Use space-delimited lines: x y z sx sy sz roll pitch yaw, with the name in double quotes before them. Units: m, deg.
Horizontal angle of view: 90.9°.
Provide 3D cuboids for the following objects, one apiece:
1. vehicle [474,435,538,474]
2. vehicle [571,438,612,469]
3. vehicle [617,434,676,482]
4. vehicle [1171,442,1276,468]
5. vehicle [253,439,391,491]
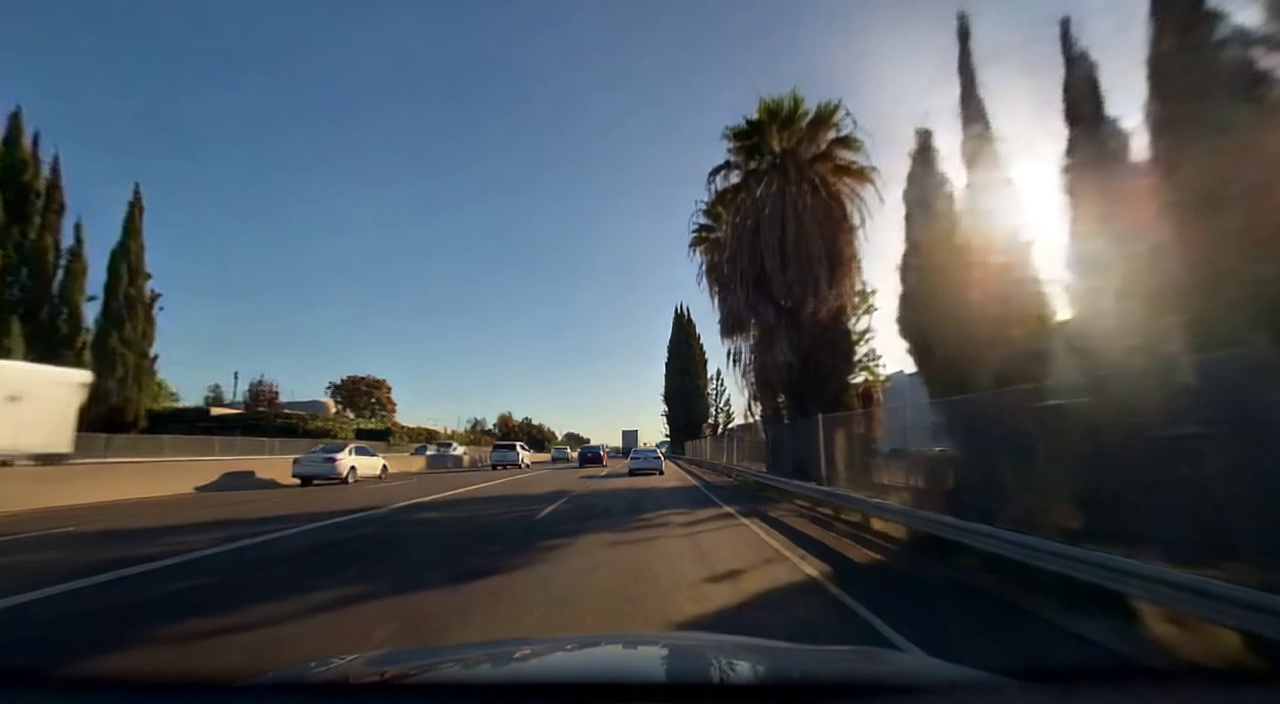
"vehicle" -6.647 5.145 31.858 2.105 1.790 4.689 0 -8 2
"vehicle" -3.018 6.426 40.253 2.108 1.832 4.549 0 -8 2
"vehicle" 0.250 4.091 24.588 2.136 1.678 4.052 0 -8 1
"vehicle" 35.091 6.194 38.153 1.855 1.490 4.704 0 -8 0
"vehicle" -10.418 3.719 21.217 1.910 1.501 5.004 0 -8 2
